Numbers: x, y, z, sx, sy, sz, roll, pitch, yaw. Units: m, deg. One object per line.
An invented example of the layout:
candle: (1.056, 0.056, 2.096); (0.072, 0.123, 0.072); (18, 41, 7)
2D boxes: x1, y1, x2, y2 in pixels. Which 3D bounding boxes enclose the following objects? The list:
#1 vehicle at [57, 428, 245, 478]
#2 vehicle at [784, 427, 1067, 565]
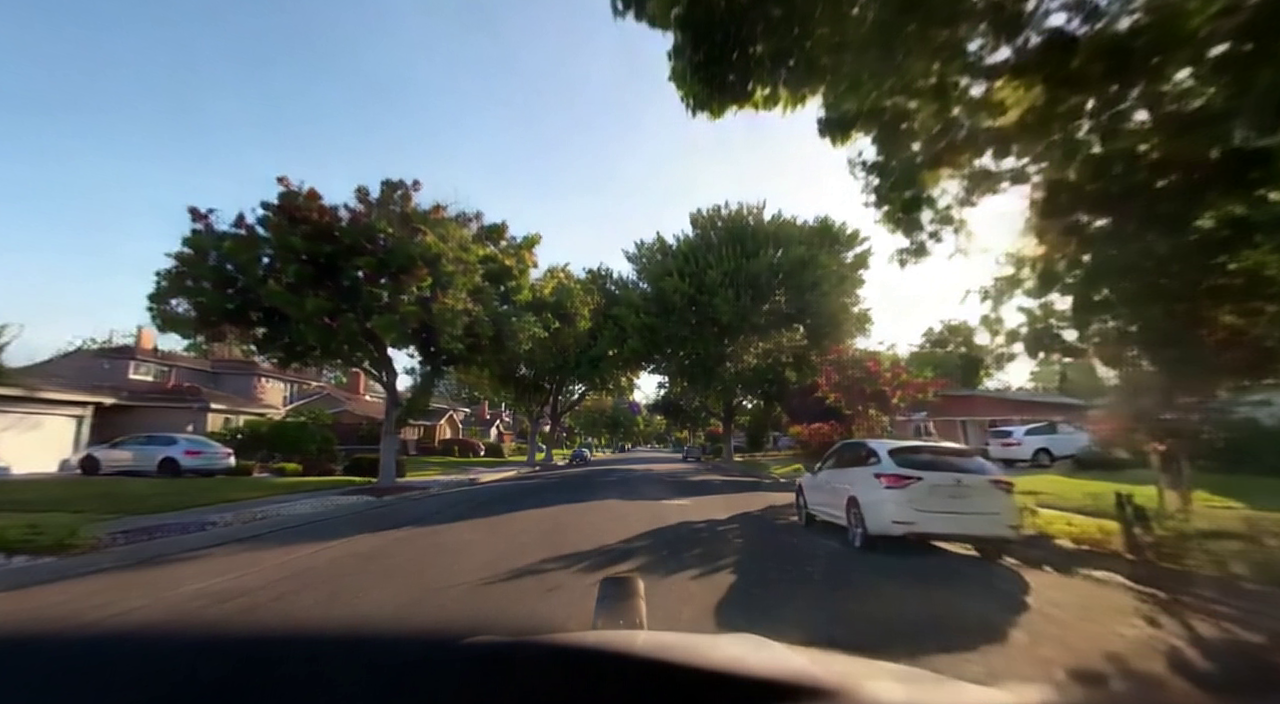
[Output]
vehicle: (-16.609, 3.468, 21.721); (4.607, 1.573, 2.058); (1, -9, -4)
vehicle: (3.893, 2.050, 9.846); (2.136, 1.596, 4.790); (0, -8, -1)
